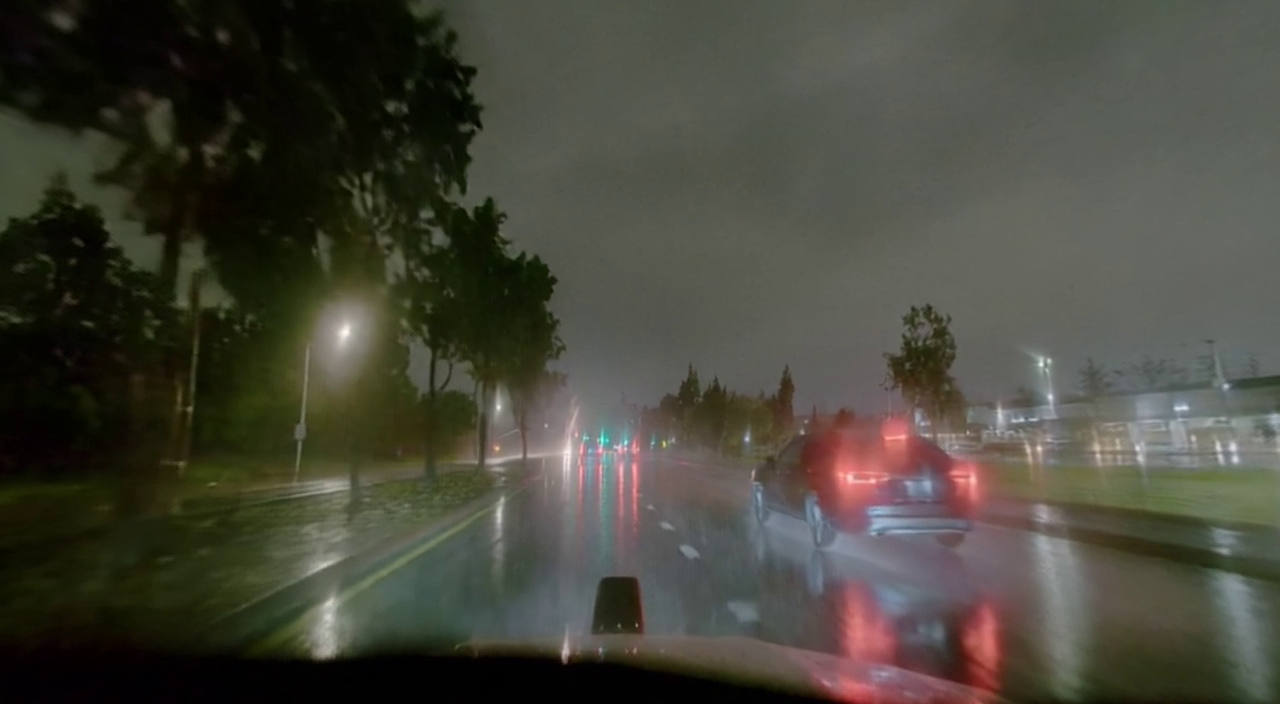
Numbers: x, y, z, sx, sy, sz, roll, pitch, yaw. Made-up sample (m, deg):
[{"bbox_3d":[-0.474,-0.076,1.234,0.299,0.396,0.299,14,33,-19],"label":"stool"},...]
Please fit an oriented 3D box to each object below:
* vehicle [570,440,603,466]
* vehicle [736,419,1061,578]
[{"bbox_3d":[-3.841,7.205,45.108,2.189,1.776,4.342,1,-9,-5],"label":"vehicle"},{"bbox_3d":[3.050,1.868,8.959,2.235,1.597,4.918,1,-9,-4],"label":"vehicle"}]
